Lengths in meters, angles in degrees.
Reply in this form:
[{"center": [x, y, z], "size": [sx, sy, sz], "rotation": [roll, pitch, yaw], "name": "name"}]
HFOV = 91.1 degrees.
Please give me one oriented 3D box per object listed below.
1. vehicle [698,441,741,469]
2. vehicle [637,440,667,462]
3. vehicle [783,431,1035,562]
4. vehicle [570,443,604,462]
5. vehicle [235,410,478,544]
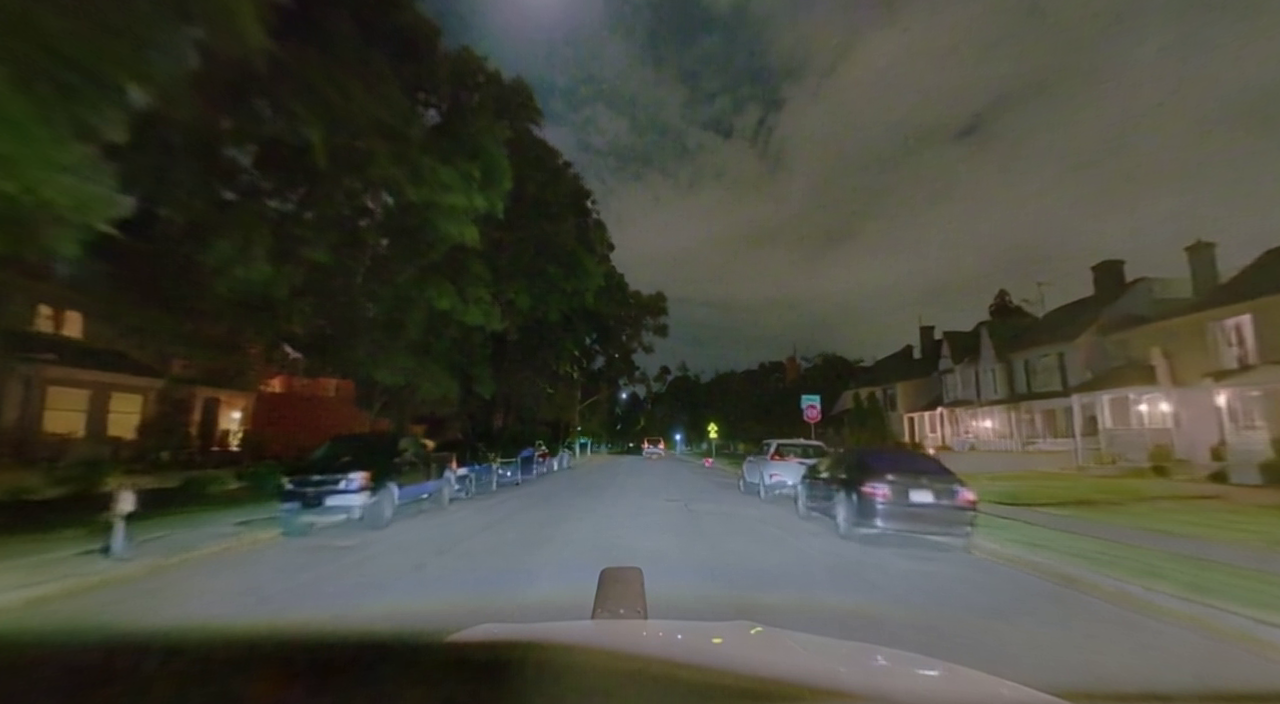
[{"center": [4.461, 5.843, 35.703], "size": [1.876, 1.477, 4.324], "rotation": [0, -8, 0], "name": "vehicle"}, {"center": [0.878, 7.148, 45.263], "size": [2.010, 1.499, 4.107], "rotation": [0, -9, 1], "name": "vehicle"}, {"center": [3.711, 2.055, 9.798], "size": [1.987, 1.518, 4.686], "rotation": [0, -8, 2], "name": "vehicle"}, {"center": [-4.077, 7.834, 49.026], "size": [1.999, 1.441, 4.628], "rotation": [-1, -8, 4], "name": "vehicle"}, {"center": [-4.721, 2.148, 11.519], "size": [2.162, 1.857, 4.758], "rotation": [2, -8, 0], "name": "vehicle"}]
